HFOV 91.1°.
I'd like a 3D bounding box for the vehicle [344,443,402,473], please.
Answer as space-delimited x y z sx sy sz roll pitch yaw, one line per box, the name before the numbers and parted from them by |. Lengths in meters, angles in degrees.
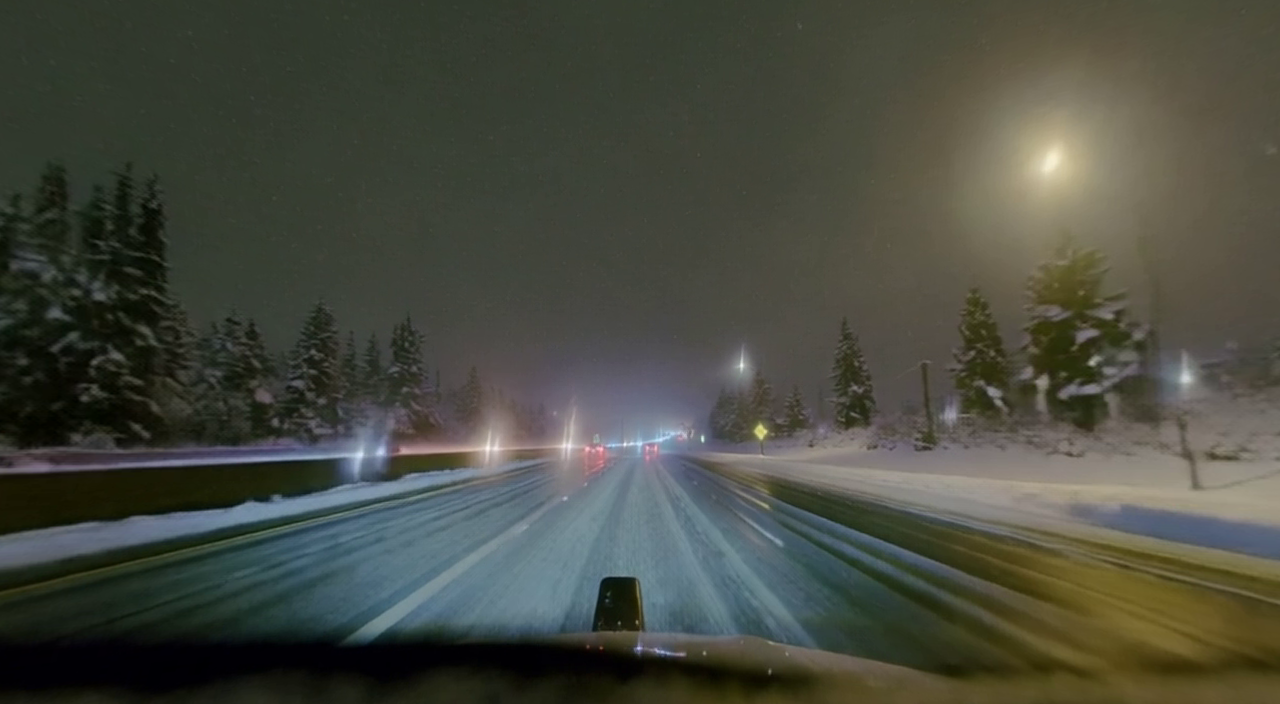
vehicle | -16.406 6.522 38.858 1.815 1.684 4.105 0 -9 -1
